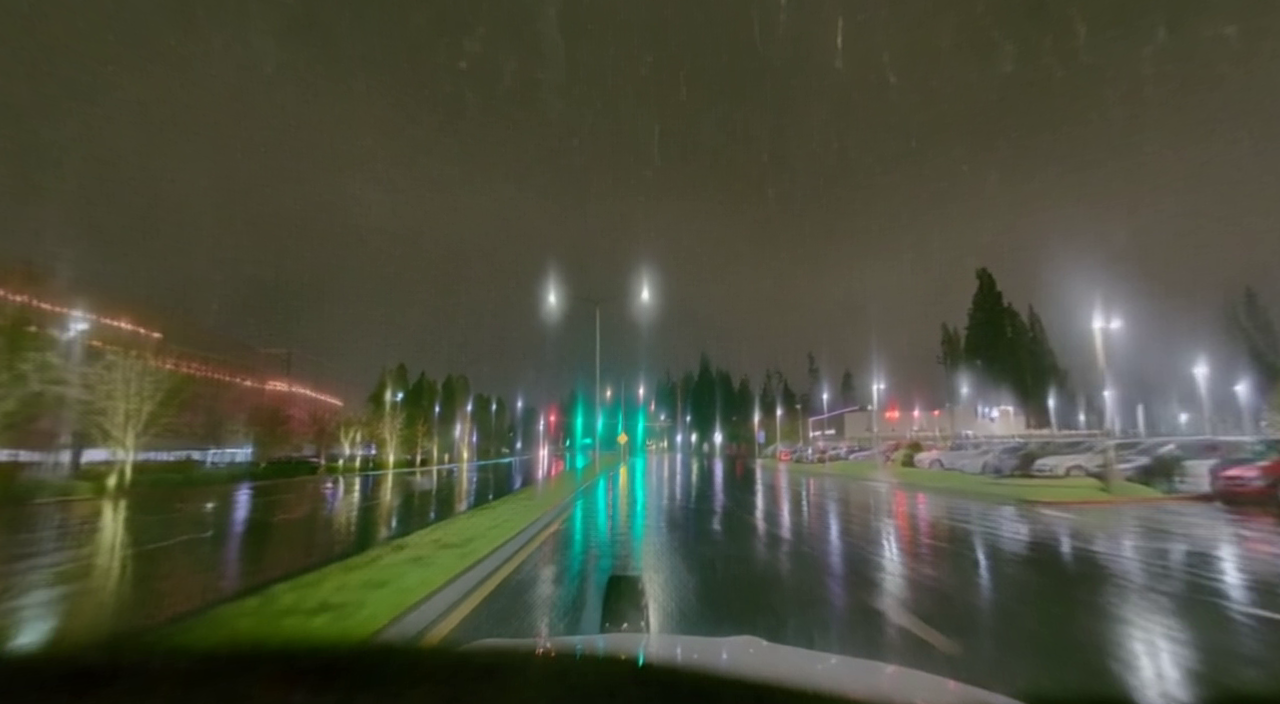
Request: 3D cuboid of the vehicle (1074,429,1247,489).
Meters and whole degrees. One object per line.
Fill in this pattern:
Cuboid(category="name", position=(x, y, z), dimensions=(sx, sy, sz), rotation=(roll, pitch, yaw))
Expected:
Cuboid(category="vehicle", position=(16.939, 3.467, 20.865), dimensions=(1.882, 1.699, 4.367), rotation=(-1, -8, -1))
